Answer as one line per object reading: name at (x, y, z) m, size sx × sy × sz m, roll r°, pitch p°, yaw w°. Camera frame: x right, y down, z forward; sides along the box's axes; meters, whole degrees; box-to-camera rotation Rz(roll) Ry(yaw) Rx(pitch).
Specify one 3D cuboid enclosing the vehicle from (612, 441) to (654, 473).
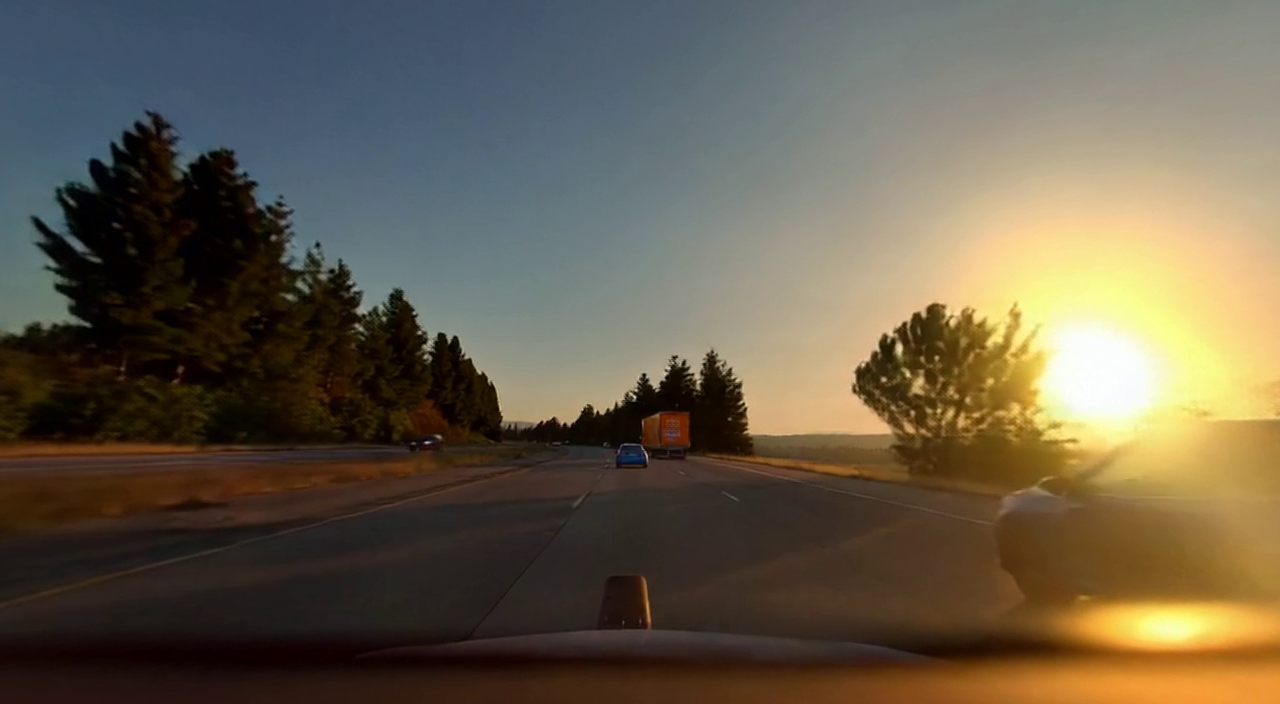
vehicle at (-0.408, 5.100, 30.770) m, size 1.913 × 1.460 × 3.610 m, roll 0°, pitch -9°, yaw -3°

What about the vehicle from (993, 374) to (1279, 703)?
vehicle at (3.951, 0.902, 2.852) m, size 1.977 × 1.599 × 4.605 m, roll 0°, pitch -9°, yaw -1°
